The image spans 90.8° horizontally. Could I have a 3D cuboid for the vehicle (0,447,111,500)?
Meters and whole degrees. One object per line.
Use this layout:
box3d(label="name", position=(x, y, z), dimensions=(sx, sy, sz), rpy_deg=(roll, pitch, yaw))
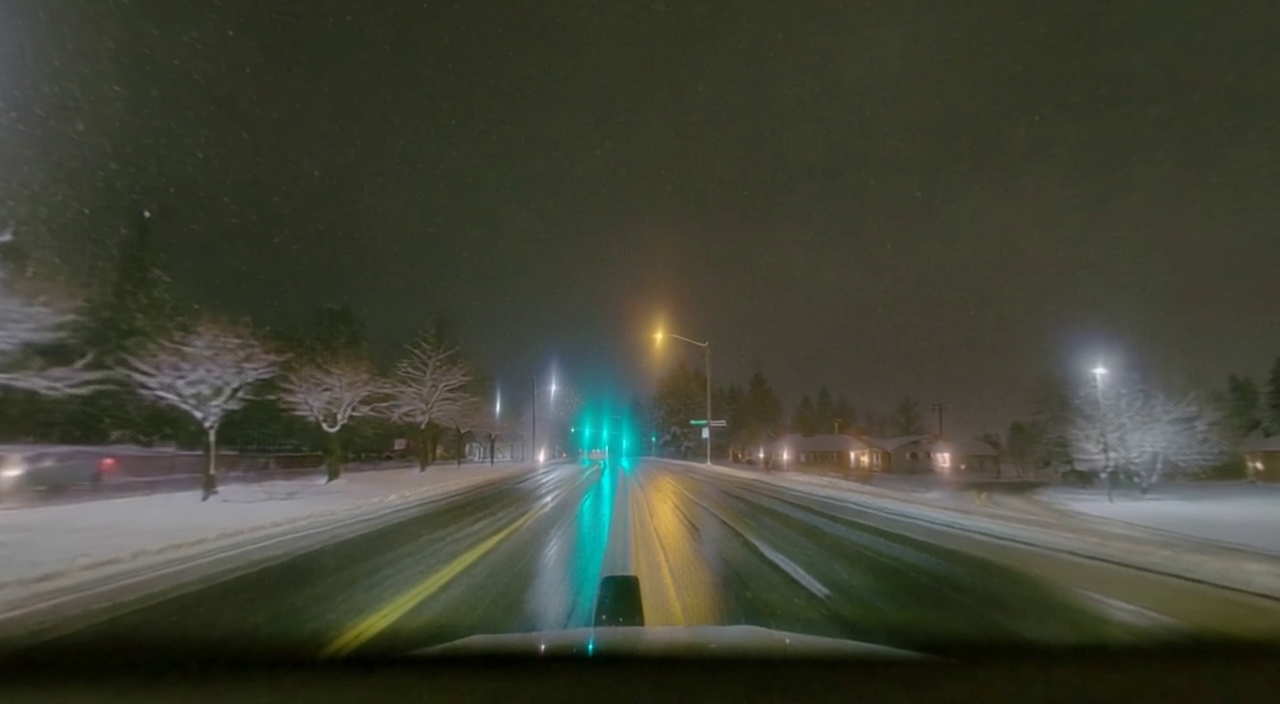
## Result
box3d(label="vehicle", position=(-22.019, 4.348, 23.018), dimensions=(1.891, 1.718, 4.251), rpy_deg=(0, -8, -3))
